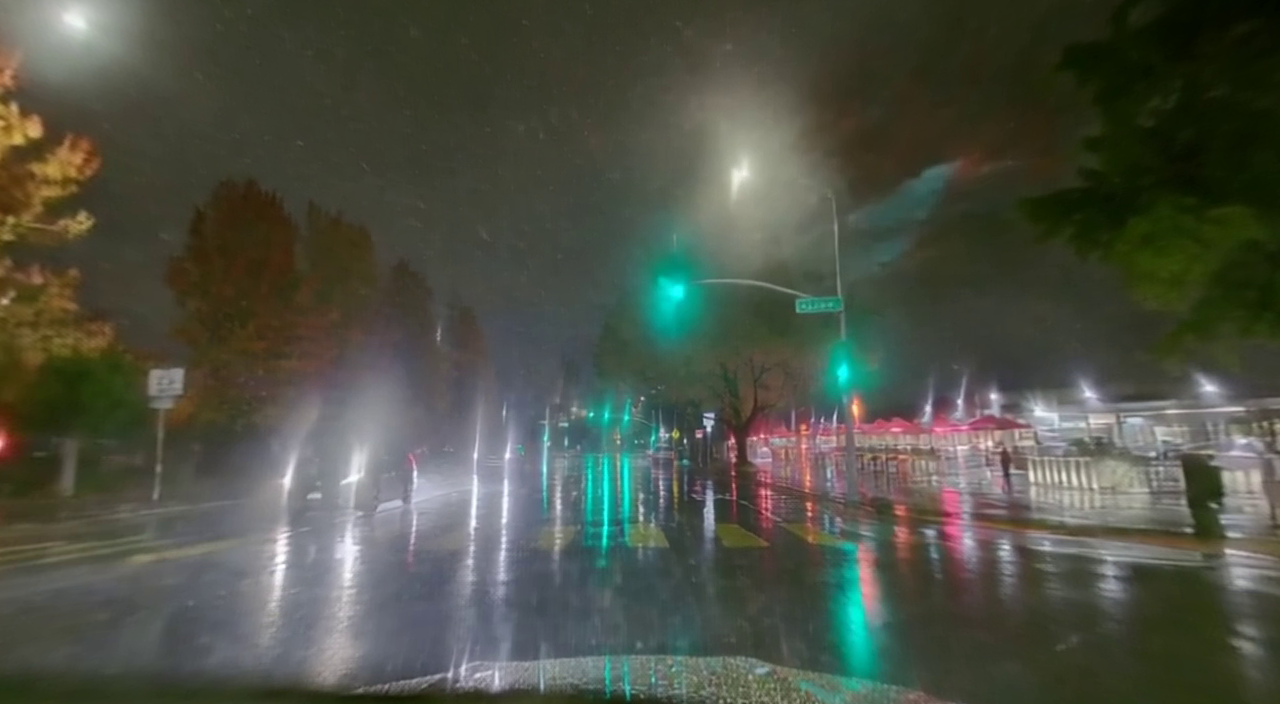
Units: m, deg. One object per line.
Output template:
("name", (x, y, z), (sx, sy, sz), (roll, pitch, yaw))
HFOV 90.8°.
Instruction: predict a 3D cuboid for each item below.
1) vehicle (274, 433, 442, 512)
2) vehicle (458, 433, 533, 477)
("vehicle", (-6.508, 2.804, 15.300), (2.019, 1.596, 4.608), (0, -8, -1))
("vehicle", (-6.945, 5.013, 31.001), (2.545, 1.943, 5.168), (0, -8, -2))
